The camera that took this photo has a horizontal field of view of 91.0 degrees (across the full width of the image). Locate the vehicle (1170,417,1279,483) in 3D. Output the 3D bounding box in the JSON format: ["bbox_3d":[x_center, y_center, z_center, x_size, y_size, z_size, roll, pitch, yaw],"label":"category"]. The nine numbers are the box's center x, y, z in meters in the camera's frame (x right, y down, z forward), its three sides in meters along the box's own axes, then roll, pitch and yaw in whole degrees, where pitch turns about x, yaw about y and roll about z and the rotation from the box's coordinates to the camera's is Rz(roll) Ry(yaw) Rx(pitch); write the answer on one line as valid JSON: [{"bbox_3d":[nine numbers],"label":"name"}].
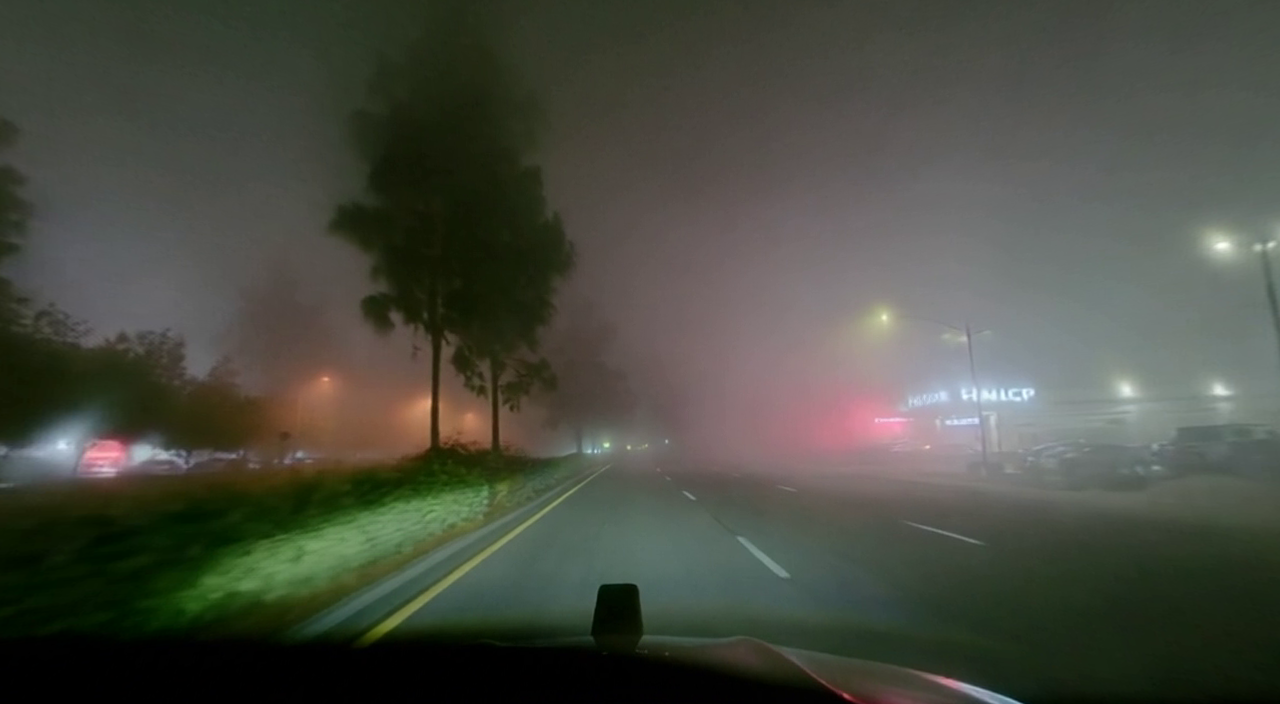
[{"bbox_3d":[19.210,2.839,18.207,2.151,1.838,5.534,3,-9,-16],"label":"vehicle"}]

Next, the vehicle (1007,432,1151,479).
[{"bbox_3d":[19.221,4.556,28.048,2.179,1.767,5.837,-2,-8,0],"label":"vehicle"}]

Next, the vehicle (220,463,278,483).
[{"bbox_3d":[-30.602,9.453,49.266,3.440,1.394,1.613,-1,-7,0],"label":"vehicle"}]

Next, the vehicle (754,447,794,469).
[{"bbox_3d":[10.145,7.998,47.864,2.013,1.551,4.460,0,-9,-1],"label":"vehicle"}]
